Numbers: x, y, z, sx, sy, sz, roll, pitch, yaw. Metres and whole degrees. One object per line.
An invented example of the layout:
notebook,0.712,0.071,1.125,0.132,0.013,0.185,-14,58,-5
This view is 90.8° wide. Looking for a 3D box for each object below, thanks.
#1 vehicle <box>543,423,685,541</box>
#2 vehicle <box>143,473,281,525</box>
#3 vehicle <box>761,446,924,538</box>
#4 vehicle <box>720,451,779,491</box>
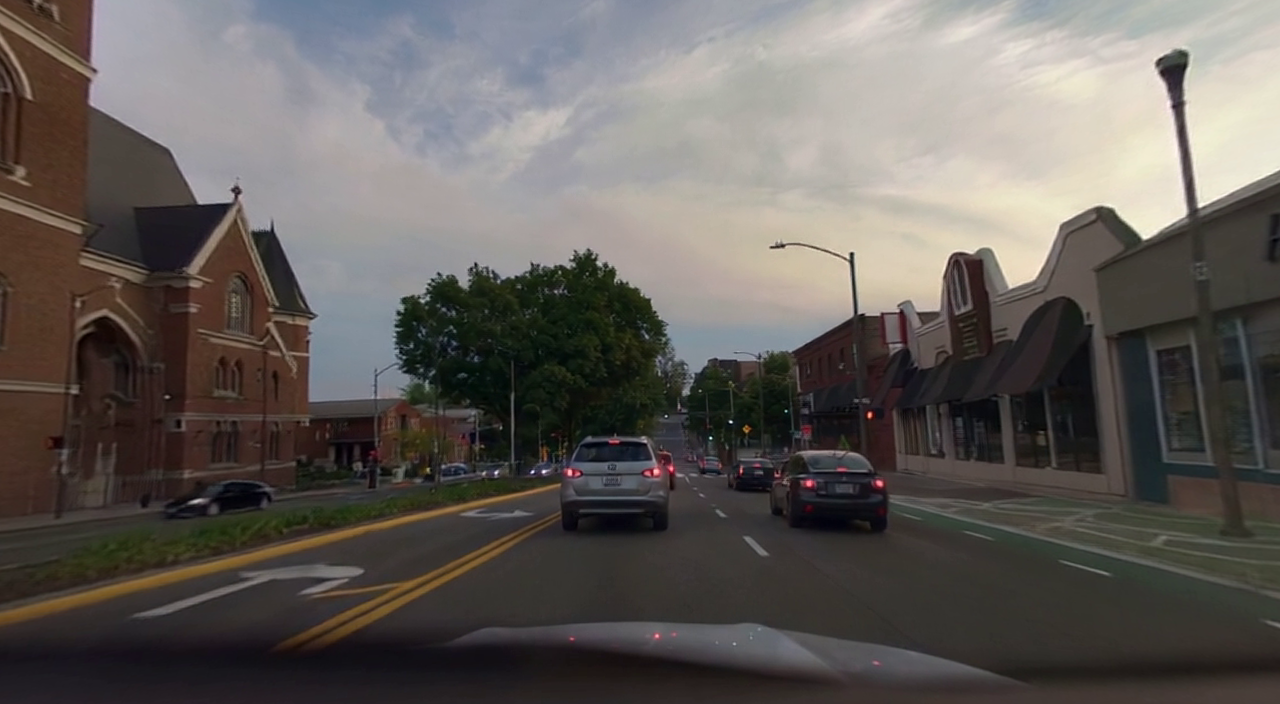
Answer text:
vehicle,-0.309,2.290,11.762,2.168,1.776,4.135,-1,-8,2
vehicle,-16.013,5.496,24.014,1.901,1.532,4.733,0,-8,1
vehicle,3.708,2.605,12.511,1.883,1.472,4.471,0,-8,2
vehicle,4.520,4.953,26.619,1.890,1.491,4.166,-1,-8,2
